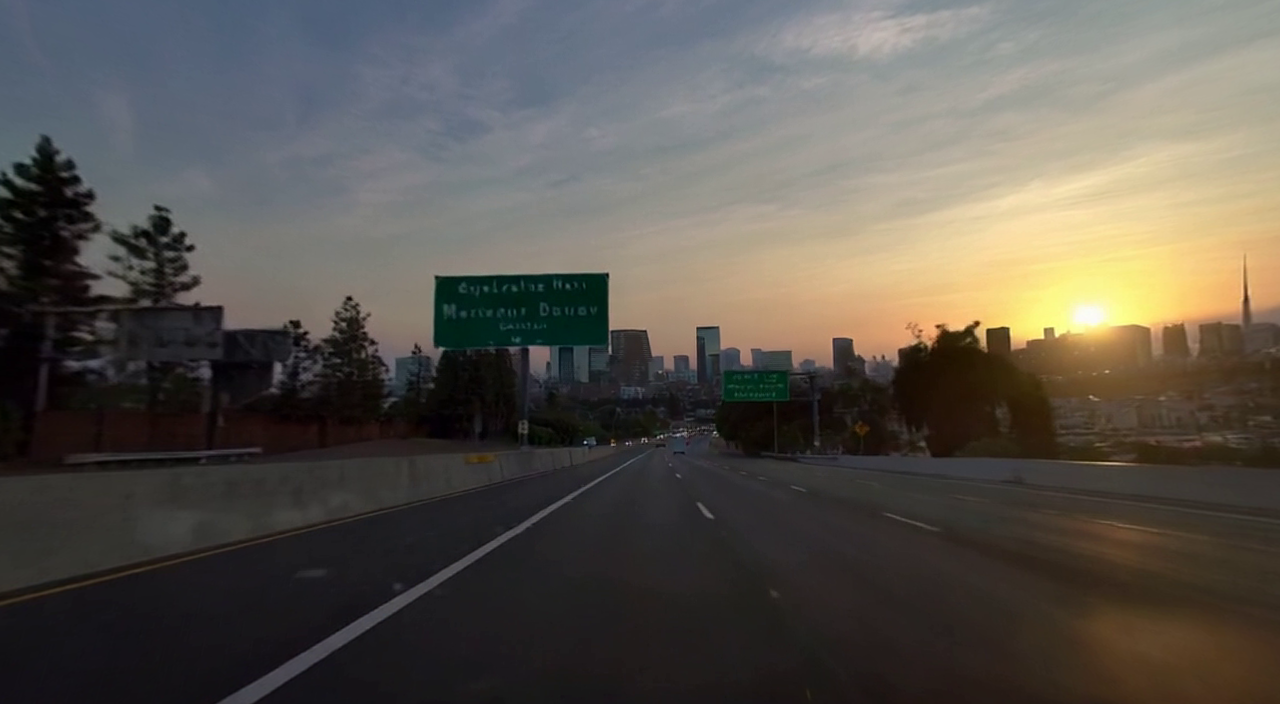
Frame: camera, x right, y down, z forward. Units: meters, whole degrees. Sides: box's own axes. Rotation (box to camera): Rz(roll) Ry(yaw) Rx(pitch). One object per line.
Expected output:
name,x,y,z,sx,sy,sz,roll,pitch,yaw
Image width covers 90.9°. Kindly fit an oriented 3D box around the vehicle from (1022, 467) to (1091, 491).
vehicle,29.448,8.973,44.772,1.909,1.461,4.719,-1,-9,3
